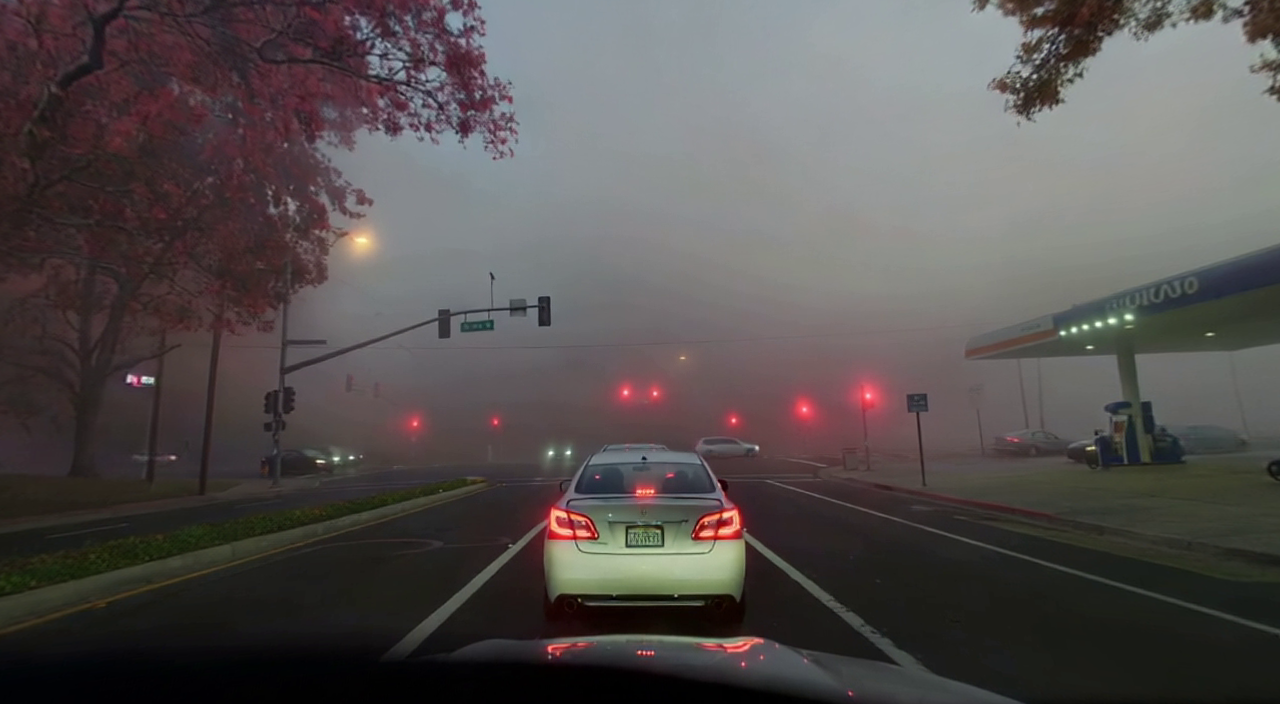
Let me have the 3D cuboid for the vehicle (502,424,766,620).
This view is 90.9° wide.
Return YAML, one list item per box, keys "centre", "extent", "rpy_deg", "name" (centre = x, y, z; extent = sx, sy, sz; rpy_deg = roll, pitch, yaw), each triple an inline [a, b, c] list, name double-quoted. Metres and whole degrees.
- centre: [-0.044, 1.600, 6.909]
  extent: [2.010, 1.482, 4.057]
  rpy_deg: [0, -8, 0]
  name: "vehicle"

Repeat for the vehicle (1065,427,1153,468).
- centre: [18.589, 3.759, 24.903]
  extent: [4.091, 1.495, 2.053]
  rpy_deg: [8, -12, -44]
  name: "vehicle"
